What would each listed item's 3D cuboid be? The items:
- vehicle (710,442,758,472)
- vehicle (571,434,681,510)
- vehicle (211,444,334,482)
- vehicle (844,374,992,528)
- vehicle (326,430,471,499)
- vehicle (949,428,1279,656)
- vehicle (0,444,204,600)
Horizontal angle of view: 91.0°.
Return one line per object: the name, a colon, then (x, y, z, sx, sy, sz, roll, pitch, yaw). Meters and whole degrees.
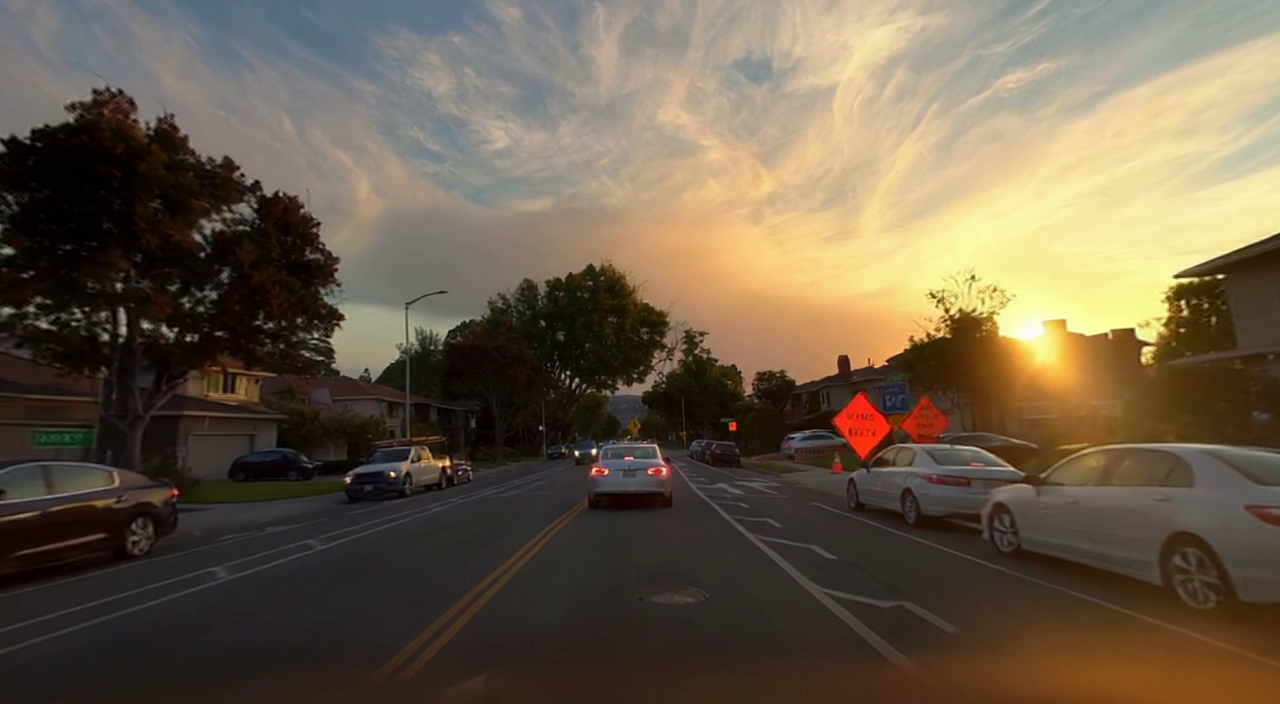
vehicle: (4.928, 5.527, 33.429, 1.985, 1.481, 4.116, 0, -8, 1)
vehicle: (-0.248, 2.667, 14.499, 2.151, 1.481, 4.084, 0, -8, 1)
vehicle: (-16.646, 5.032, 28.664, 4.468, 1.517, 1.796, -1, -9, -2)
vehicle: (5.263, 1.887, 12.288, 1.409, 2.648, 2.645, 0, -8, -4)
vehicle: (-8.149, 3.868, 22.170, 2.659, 2.047, 6.014, 0, -8, 1)
vehicle: (5.107, 1.534, 6.073, 1.864, 1.480, 4.587, 0, -8, -1)
vehicle: (-7.981, 1.983, 7.772, 2.036, 1.676, 4.440, 0, -8, -1)
